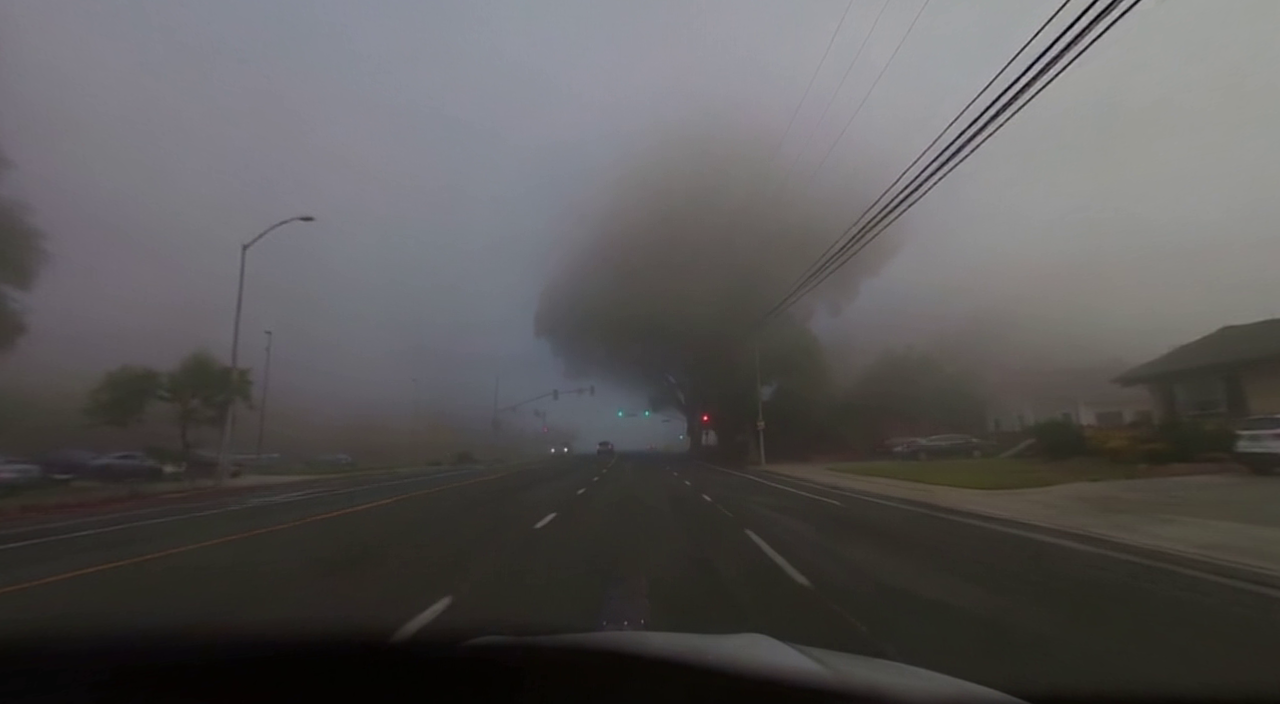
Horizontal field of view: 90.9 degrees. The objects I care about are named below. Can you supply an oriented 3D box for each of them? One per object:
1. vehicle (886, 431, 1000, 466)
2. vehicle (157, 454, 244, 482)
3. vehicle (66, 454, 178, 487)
[{"bbox_3d":[15.137,4.854,31.728,4.625,1.467,1.991,-3,-8,2],"label":"vehicle"},{"bbox_3d":[-23.054,6.065,33.145,3.309,1.386,1.573,1,-9,-7],"label":"vehicle"},{"bbox_3d":[-22.730,5.189,27.754,3.348,1.380,1.584,1,-9,-6],"label":"vehicle"}]
